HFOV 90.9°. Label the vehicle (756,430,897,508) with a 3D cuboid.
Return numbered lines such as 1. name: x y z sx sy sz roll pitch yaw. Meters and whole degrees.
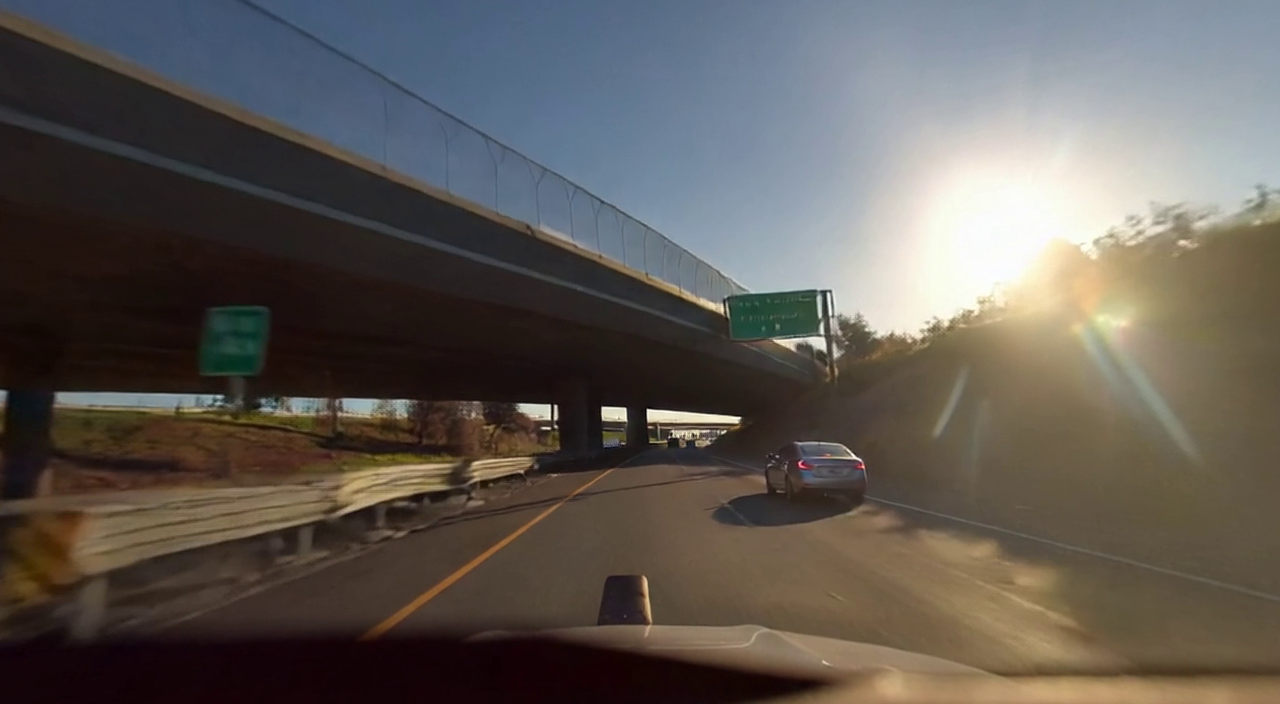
1. vehicle: 4.095 2.644 14.631 1.997 1.515 4.025 -1 -8 0
